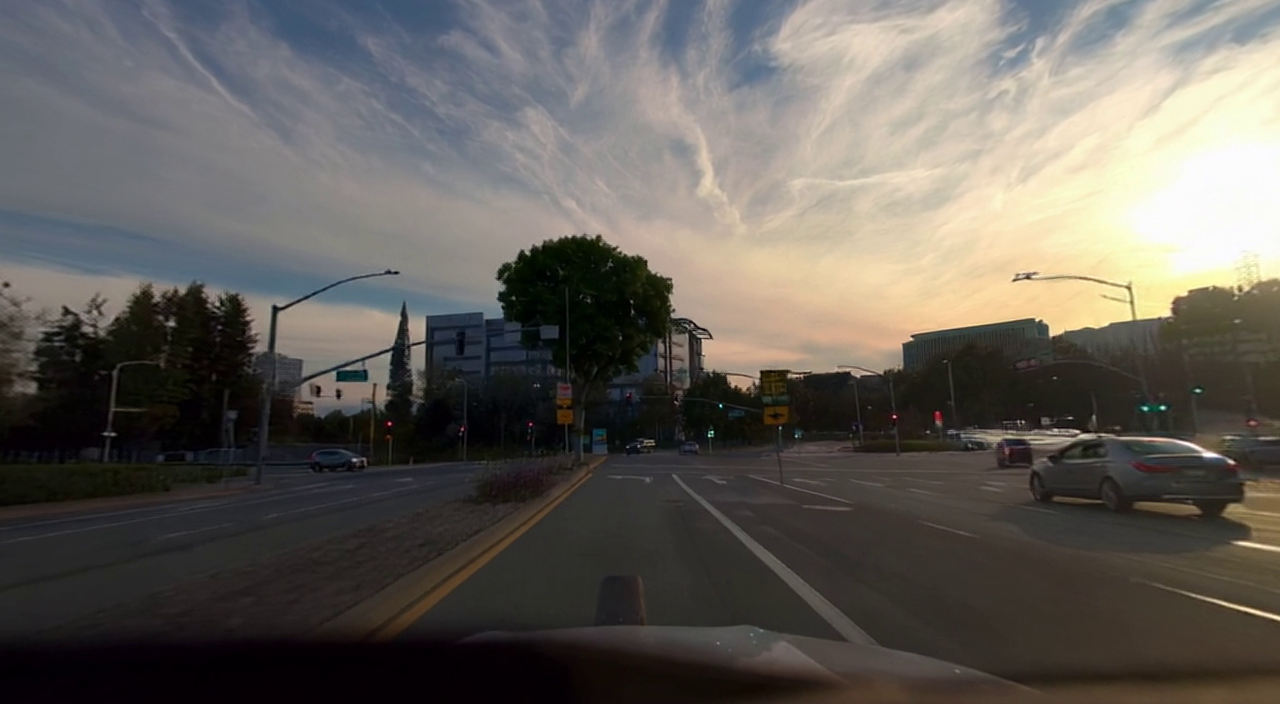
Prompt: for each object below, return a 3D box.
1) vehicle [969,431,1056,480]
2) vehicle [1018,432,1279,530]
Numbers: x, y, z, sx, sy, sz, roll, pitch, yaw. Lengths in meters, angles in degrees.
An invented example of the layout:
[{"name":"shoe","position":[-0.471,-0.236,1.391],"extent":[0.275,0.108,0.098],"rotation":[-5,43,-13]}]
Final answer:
[{"name":"vehicle","position":[15.332,4.252,26.272],"extent":[1.951,1.843,4.335],"rotation":[-2,-9,16]},{"name":"vehicle","position":[9.618,2.331,12.088],"extent":[1.933,1.500,4.458],"rotation":[0,-8,-1]}]
